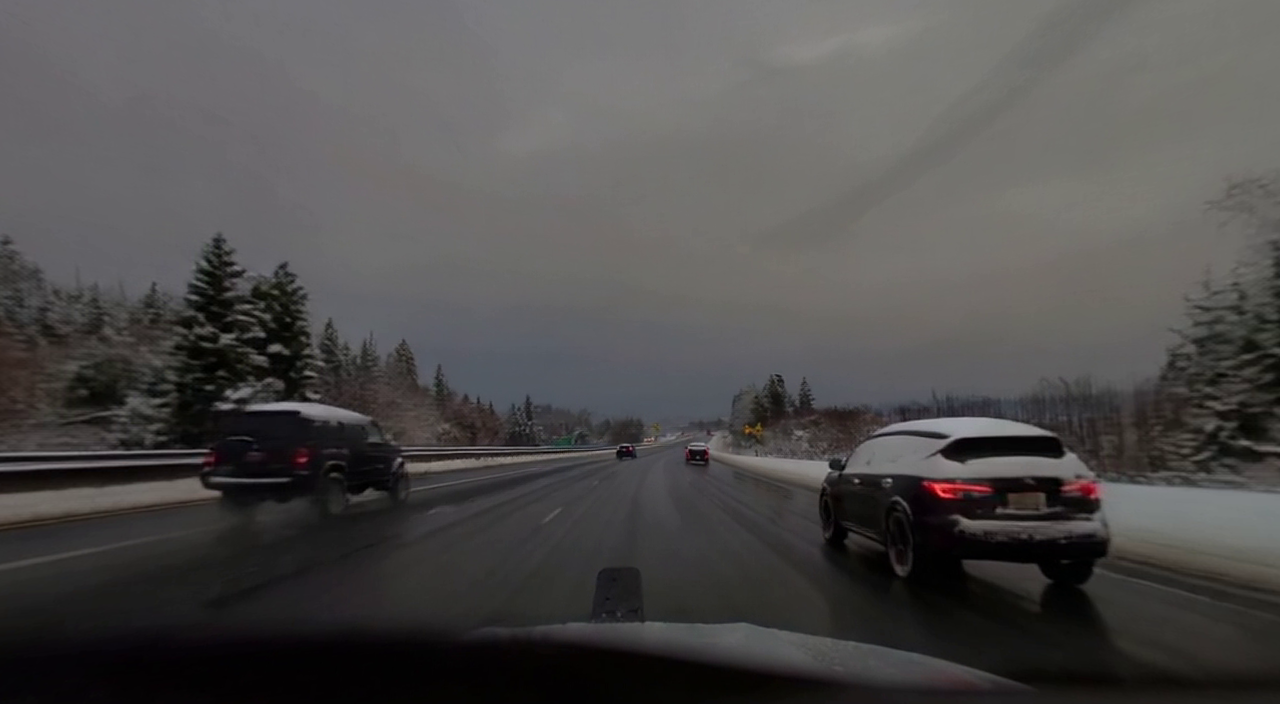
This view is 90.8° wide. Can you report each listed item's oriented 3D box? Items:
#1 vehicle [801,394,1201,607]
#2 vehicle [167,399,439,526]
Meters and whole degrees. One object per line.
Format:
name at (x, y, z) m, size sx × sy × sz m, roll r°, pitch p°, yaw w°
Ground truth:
vehicle at (3.548, 1.559, 7.487) m, size 2.075 × 1.743 × 4.410 m, roll 0°, pitch -9°, yaw -1°
vehicle at (-6.417, 2.247, 13.243) m, size 2.383 × 2.048 × 5.875 m, roll 0°, pitch -9°, yaw 1°
